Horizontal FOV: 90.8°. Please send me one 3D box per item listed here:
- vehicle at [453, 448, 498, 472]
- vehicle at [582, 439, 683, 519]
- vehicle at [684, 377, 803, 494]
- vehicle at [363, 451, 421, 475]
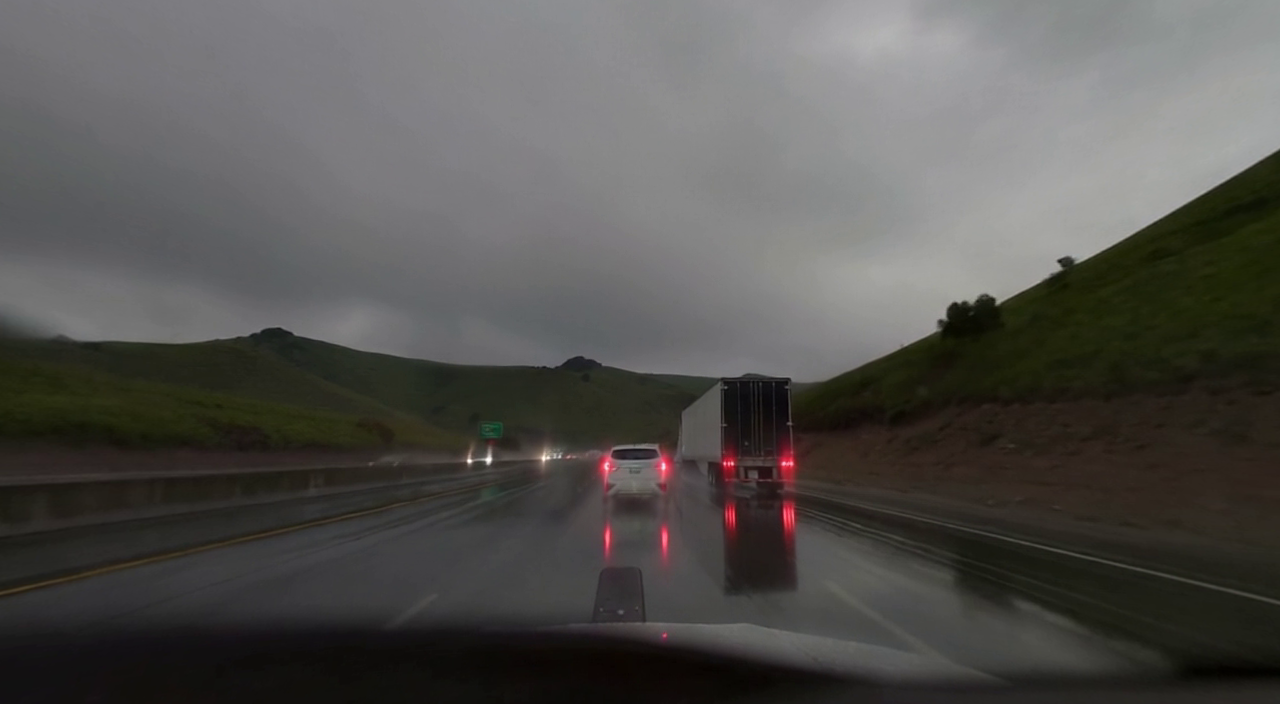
[{"bbox_3d":[-11.824,7.793,45.614,2.089,1.615,4.363,0,-9,-1],"label":"vehicle"},{"bbox_3d":[-0.181,2.977,15.218,2.109,1.639,3.768,0,-9,-1],"label":"vehicle"},{"bbox_3d":[4.060,3.990,28.956,2.812,4.024,14.098,0,-9,-1],"label":"vehicle"},{"bbox_3d":[-16.127,7.233,41.296,2.005,1.495,4.508,0,-9,-1],"label":"vehicle"}]
